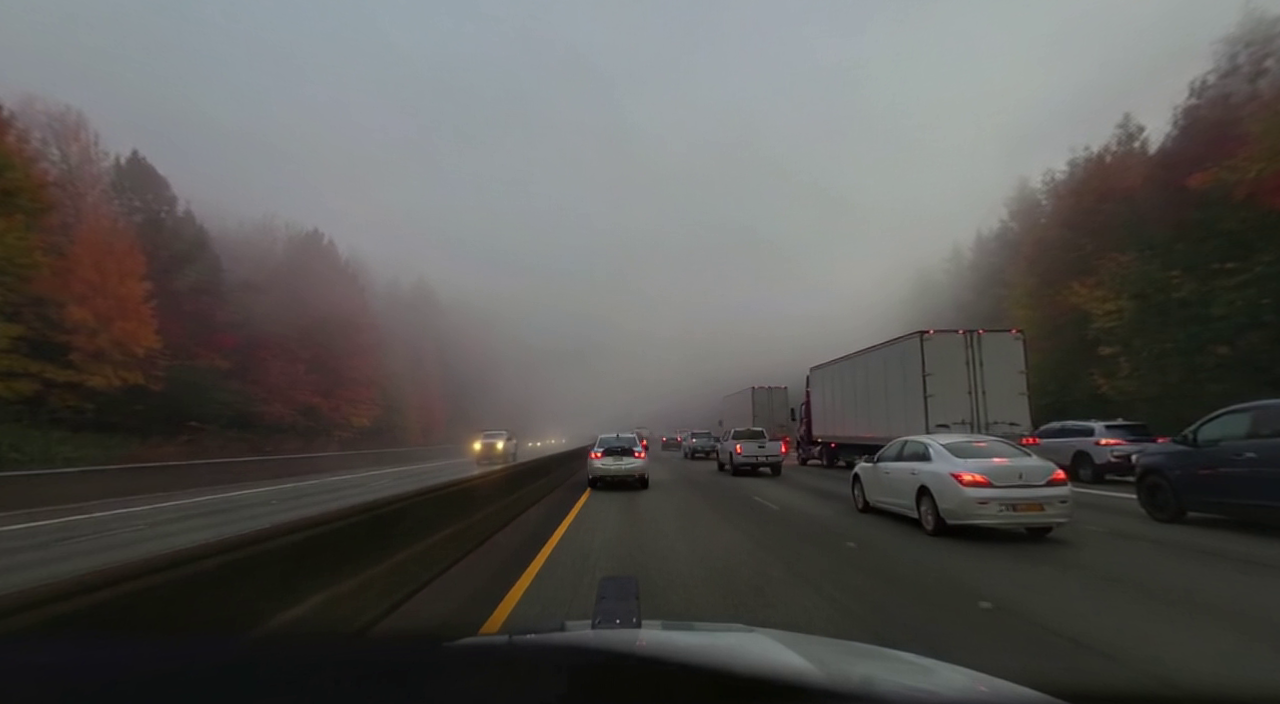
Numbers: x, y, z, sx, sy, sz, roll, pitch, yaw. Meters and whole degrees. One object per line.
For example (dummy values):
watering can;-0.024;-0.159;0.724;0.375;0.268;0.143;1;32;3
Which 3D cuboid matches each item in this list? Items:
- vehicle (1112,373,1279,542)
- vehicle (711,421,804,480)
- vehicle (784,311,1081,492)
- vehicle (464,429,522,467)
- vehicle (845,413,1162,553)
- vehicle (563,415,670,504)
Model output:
vehicle;8.594;1.261;7.538;2.116;1.965;4.691;0;-8;-1
vehicle;3.647;3.137;20.347;2.147;1.707;3.963;0;-8;-2
vehicle;8.202;2.040;21.294;2.908;4.099;14.103;0;-8;-2
vehicle;-8.448;5.529;36.561;2.203;2.043;5.050;0;-8;-1
vehicle;4.664;1.711;8.971;2.040;1.523;4.068;0;-8;-1
vehicle;-0.478;2.400;14.553;2.087;1.709;4.455;0;-8;-1
